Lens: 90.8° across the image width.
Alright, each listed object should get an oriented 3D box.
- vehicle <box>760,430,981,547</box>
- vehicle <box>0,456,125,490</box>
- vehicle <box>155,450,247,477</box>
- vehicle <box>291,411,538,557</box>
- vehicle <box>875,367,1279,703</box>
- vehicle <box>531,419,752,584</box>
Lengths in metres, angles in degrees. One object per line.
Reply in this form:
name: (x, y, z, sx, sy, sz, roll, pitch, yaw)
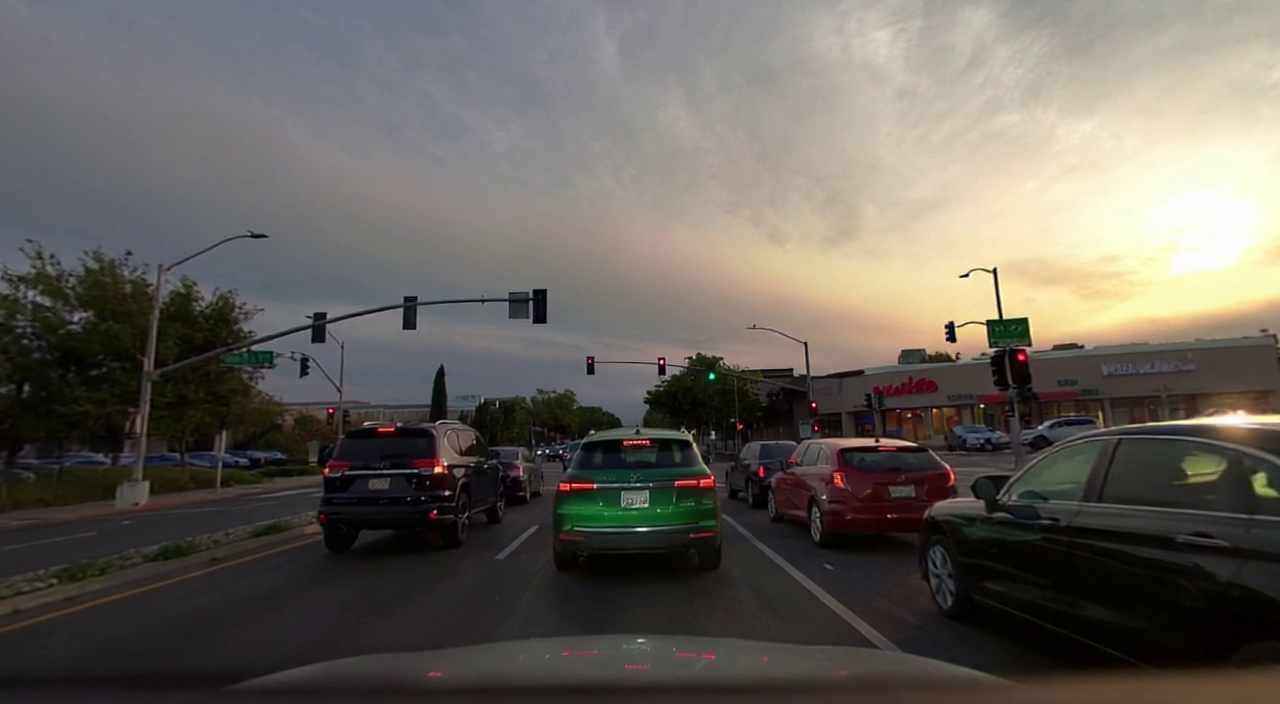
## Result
vehicle: (3.295, 2.026, 10.062, 1.879, 1.442, 4.170, 0, -9, -1)
vehicle: (-27.259, 5.673, 29.840, 4.107, 1.427, 1.883, 3, -9, -23)
vehicle: (-27.208, 6.918, 39.348, 4.362, 1.518, 1.894, 4, -10, -26)
vehicle: (-3.048, 1.908, 9.794, 2.180, 1.708, 4.397, 0, -9, 0)
vehicle: (2.966, 0.982, 3.154, 1.922, 1.508, 4.330, 0, -9, 0)
vehicle: (-0.008, 1.689, 7.869, 2.071, 1.525, 3.723, 0, -9, -1)
